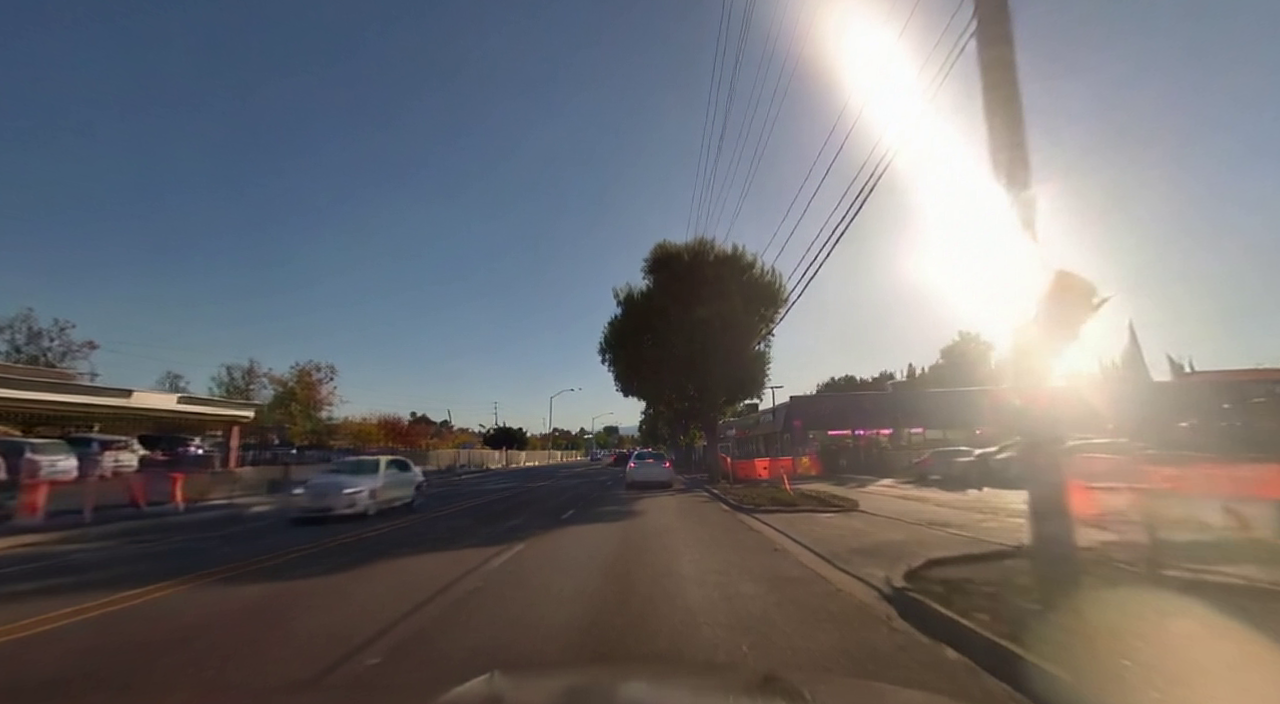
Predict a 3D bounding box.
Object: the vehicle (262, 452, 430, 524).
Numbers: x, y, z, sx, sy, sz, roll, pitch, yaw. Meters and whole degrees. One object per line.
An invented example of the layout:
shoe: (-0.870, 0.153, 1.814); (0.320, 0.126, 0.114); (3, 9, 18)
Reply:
vehicle: (-7.038, 3.257, 15.647); (2.034, 1.499, 4.236); (0, -9, 2)

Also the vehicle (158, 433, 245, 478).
vehicle: (-30.028, 7.095, 43.150); (2.502, 2.916, 4.293); (0, -9, 5)

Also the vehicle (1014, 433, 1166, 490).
vehicle: (16.084, 3.944, 22.834); (2.101, 1.825, 4.700); (0, -9, 2)

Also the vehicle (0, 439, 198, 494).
vehicle: (-27.895, 5.224, 29.167); (2.951, 2.274, 15.187); (0, -9, 4)

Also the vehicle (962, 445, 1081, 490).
vehicle: (14.112, 4.261, 23.566); (1.897, 1.511, 4.250); (0, -9, 2)

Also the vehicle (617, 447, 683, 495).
vehicle: (0.322, 4.204, 22.528); (2.144, 1.514, 4.063); (0, -9, 0)

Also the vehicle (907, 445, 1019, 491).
vehicle: (11.816, 4.249, 23.368); (1.970, 1.501, 4.514); (0, -9, 3)
